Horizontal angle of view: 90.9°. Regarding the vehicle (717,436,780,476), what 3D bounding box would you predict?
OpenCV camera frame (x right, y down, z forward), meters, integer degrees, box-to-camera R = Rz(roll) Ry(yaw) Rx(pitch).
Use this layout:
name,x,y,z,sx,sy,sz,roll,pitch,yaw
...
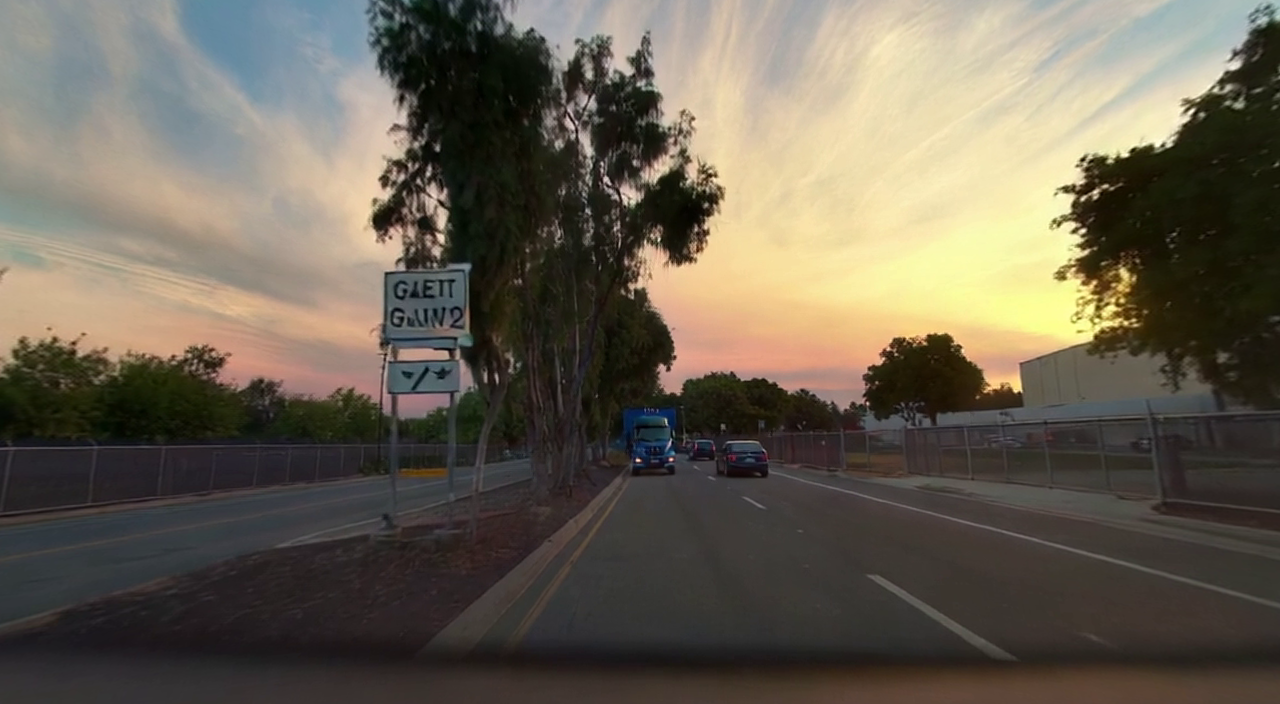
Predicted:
name,x,y,z,sx,sy,sz,roll,pitch,yaw
vehicle,4.852,4.709,28.851,2.151,1.662,4.543,0,-8,1

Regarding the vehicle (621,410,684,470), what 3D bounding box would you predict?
name,x,y,z,sx,sy,sz,roll,pitch,yaw
vehicle,0.708,4.952,35.317,3.197,2.963,7.055,0,-8,1

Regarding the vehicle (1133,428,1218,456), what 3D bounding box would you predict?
name,x,y,z,sx,sy,sz,roll,pitch,yaw
vehicle,37.499,6.381,44.383,2.389,1.806,5.792,-3,-9,18
